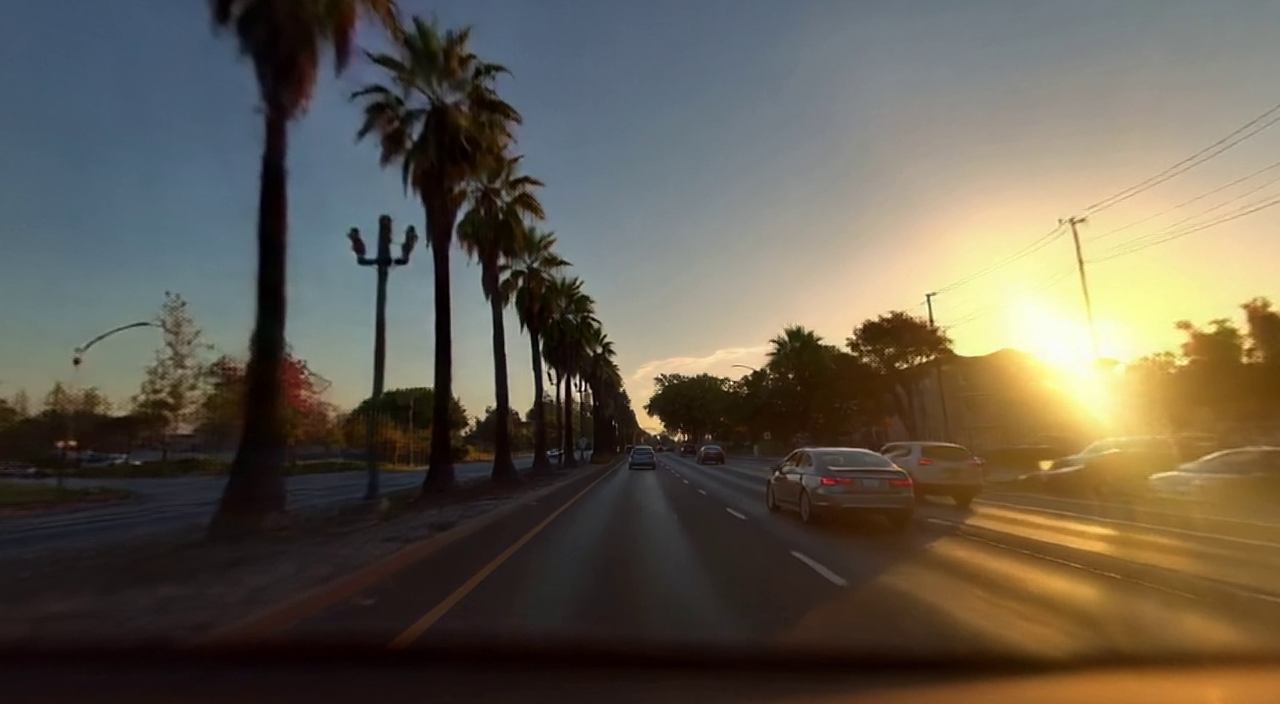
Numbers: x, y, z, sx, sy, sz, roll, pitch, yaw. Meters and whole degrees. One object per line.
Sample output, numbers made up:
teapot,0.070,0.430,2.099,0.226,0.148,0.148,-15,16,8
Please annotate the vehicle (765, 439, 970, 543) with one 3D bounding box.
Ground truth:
vehicle,3.682,2.316,11.248,1.875,1.452,4.453,0,-9,-2

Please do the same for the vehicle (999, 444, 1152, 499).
vehicle,15.151,4.140,22.377,2.017,1.710,4.715,0,-9,0

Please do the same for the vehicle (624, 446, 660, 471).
vehicle,0.078,6.404,38.206,2.031,1.444,4.361,0,-9,-1

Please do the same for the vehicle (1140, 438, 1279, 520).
vehicle,15.140,3.070,15.676,1.954,1.800,4.165,0,-9,0
